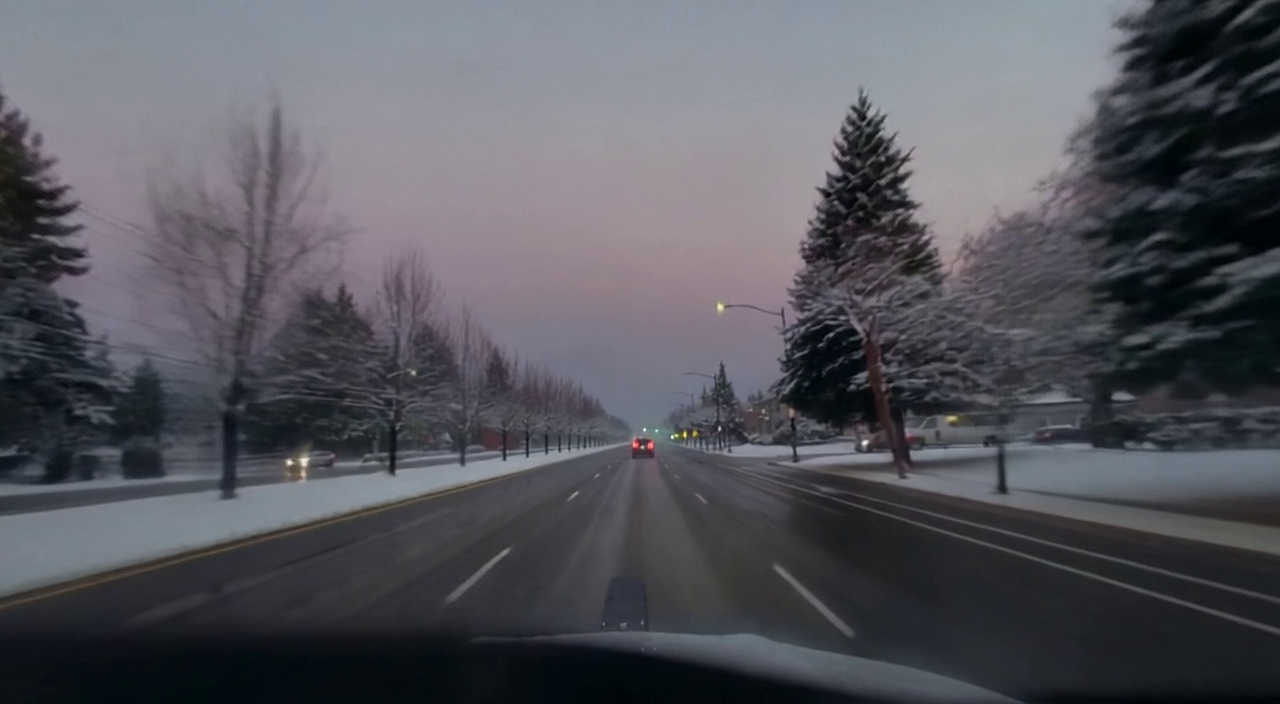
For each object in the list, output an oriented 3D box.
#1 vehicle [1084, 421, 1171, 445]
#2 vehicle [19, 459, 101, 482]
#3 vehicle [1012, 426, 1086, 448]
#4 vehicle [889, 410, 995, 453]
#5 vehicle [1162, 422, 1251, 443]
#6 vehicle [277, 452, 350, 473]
[{"bbox_3d":[35.236,5.877,45.608,4.578,1.488,1.890,-2,-9,1],"label":"vehicle"},{"bbox_3d":[-38.688,7.864,42.061,4.135,1.440,1.754,-2,-9,11],"label":"vehicle"},{"bbox_3d":[29.555,6.147,45.623,4.101,1.518,1.749,0,-8,-1],"label":"vehicle"},{"bbox_3d":[21.945,5.812,46.063,6.374,3.018,2.476,0,-8,-1],"label":"vehicle"},{"bbox_3d":[40.956,5.830,45.619,4.568,1.459,1.789,0,-8,1],"label":"vehicle"},{"bbox_3d":[-25.372,8.536,49.033,2.004,1.450,4.543,-8,-11,42],"label":"vehicle"}]
